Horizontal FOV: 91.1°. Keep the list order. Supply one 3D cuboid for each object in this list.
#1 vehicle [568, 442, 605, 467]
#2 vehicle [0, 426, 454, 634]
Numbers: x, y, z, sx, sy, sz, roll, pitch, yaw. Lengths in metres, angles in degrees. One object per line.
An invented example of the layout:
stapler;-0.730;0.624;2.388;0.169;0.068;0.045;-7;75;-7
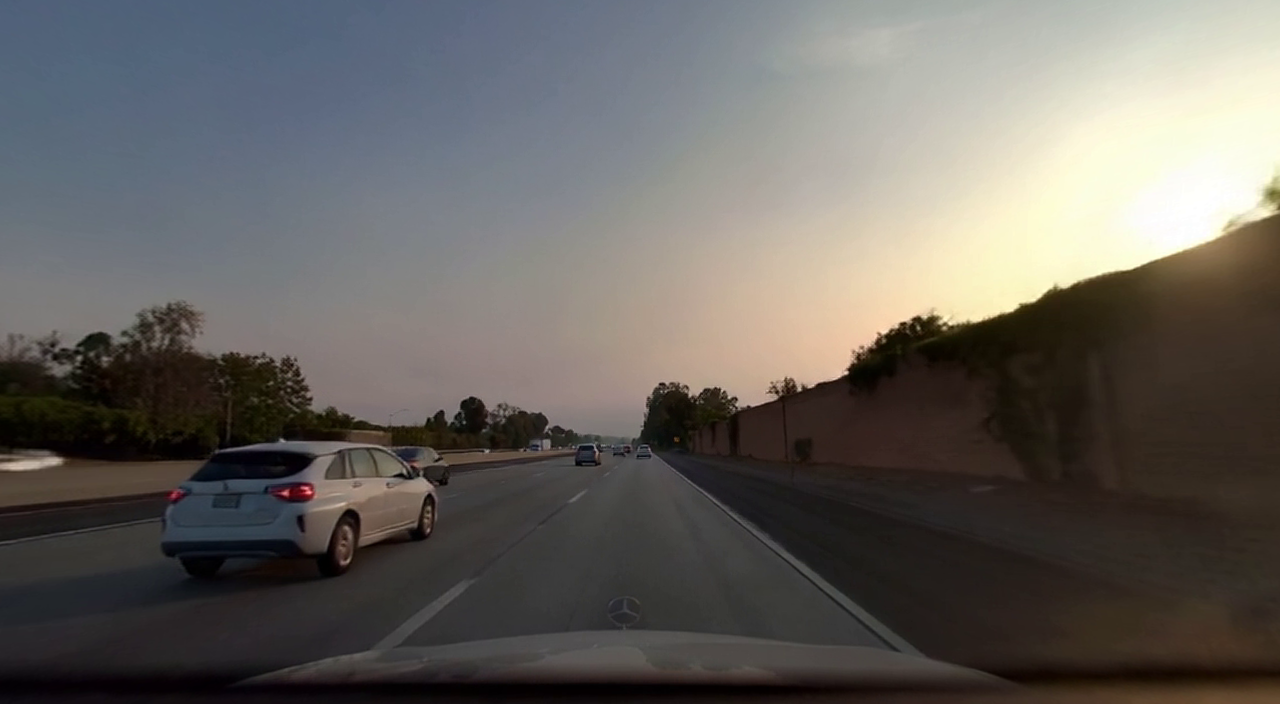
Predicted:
vehicle;-3.621;7.006;43.122;2.036;1.636;4.511;-1;-8;1
vehicle;-3.813;1.649;7.008;1.945;1.484;4.803;0;-8;1
